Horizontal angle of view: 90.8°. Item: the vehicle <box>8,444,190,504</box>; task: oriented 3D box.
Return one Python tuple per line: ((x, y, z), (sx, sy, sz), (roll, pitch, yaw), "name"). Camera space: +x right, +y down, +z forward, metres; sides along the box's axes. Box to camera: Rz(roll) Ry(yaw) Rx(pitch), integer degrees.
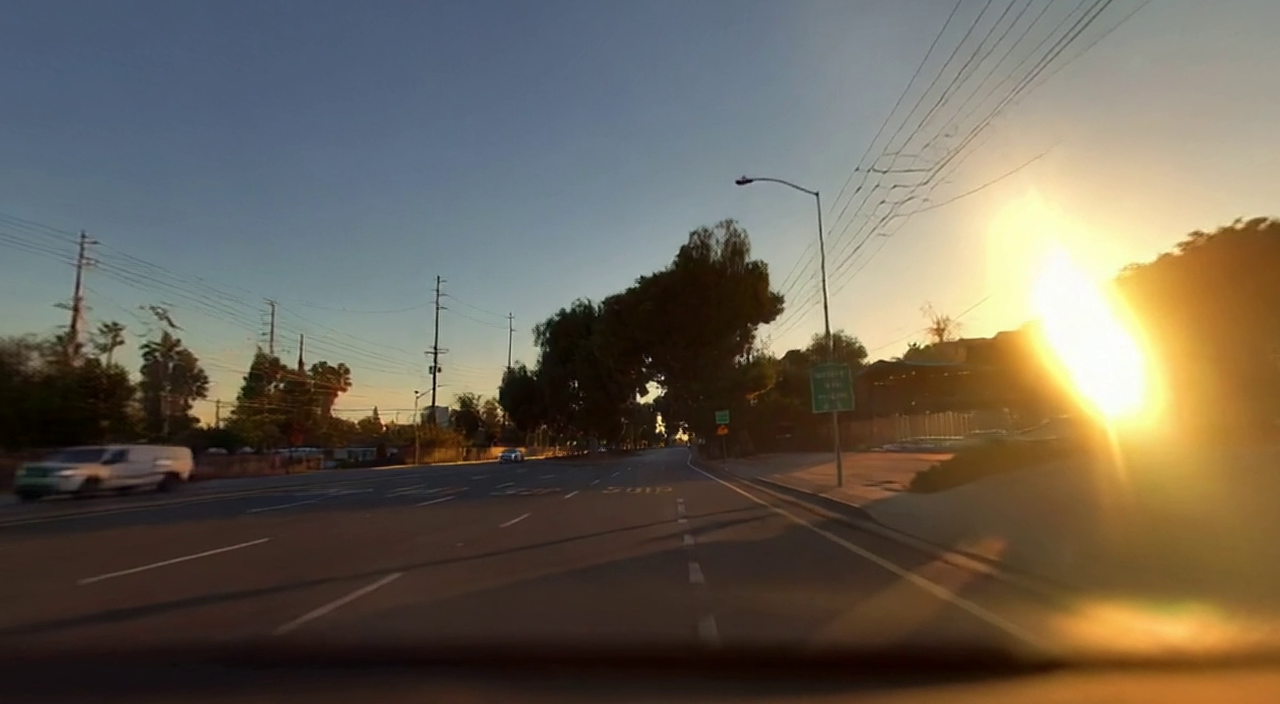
((-16.528, 3.693, 19.642), (1.925, 1.649, 4.010), (-1, -8, 4), "vehicle")
